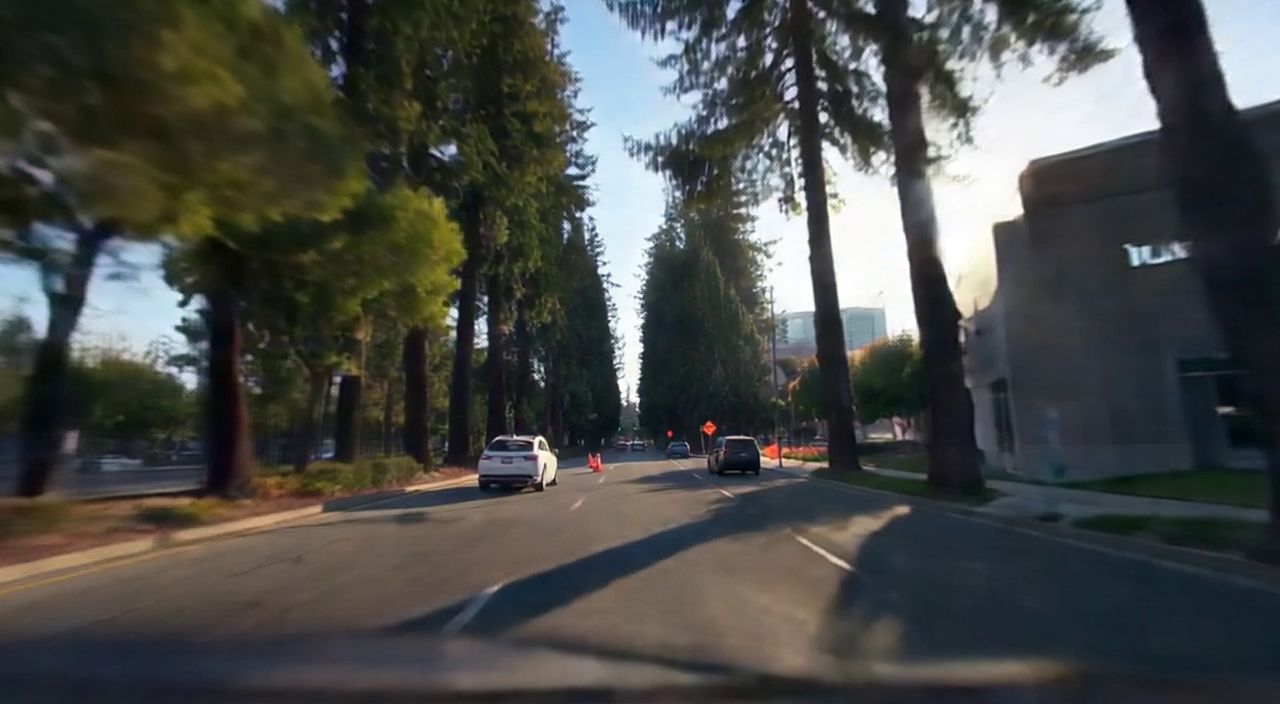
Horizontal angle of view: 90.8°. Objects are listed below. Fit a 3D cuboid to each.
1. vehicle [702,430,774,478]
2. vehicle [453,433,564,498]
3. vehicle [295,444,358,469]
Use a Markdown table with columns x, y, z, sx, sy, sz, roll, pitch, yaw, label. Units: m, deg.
| x | y | z | sx | sy | sz | roll | pitch | yaw | label |
| --- | --- | --- | --- | --- | --- | --- | --- | --- | --- |
| 3.957 | 4.227 | 26.403 | 2.159 | 1.793 | 4.735 | 0 | -8 | -1 | vehicle |
| -3.247 | 2.896 | 16.511 | 2.020 | 1.474 | 4.098 | 0 | -9 | 0 | vehicle |
| -21.588 | 7.190 | 43.744 | 1.958 | 1.641 | 4.663 | 0 | -9 | 1 | vehicle |
